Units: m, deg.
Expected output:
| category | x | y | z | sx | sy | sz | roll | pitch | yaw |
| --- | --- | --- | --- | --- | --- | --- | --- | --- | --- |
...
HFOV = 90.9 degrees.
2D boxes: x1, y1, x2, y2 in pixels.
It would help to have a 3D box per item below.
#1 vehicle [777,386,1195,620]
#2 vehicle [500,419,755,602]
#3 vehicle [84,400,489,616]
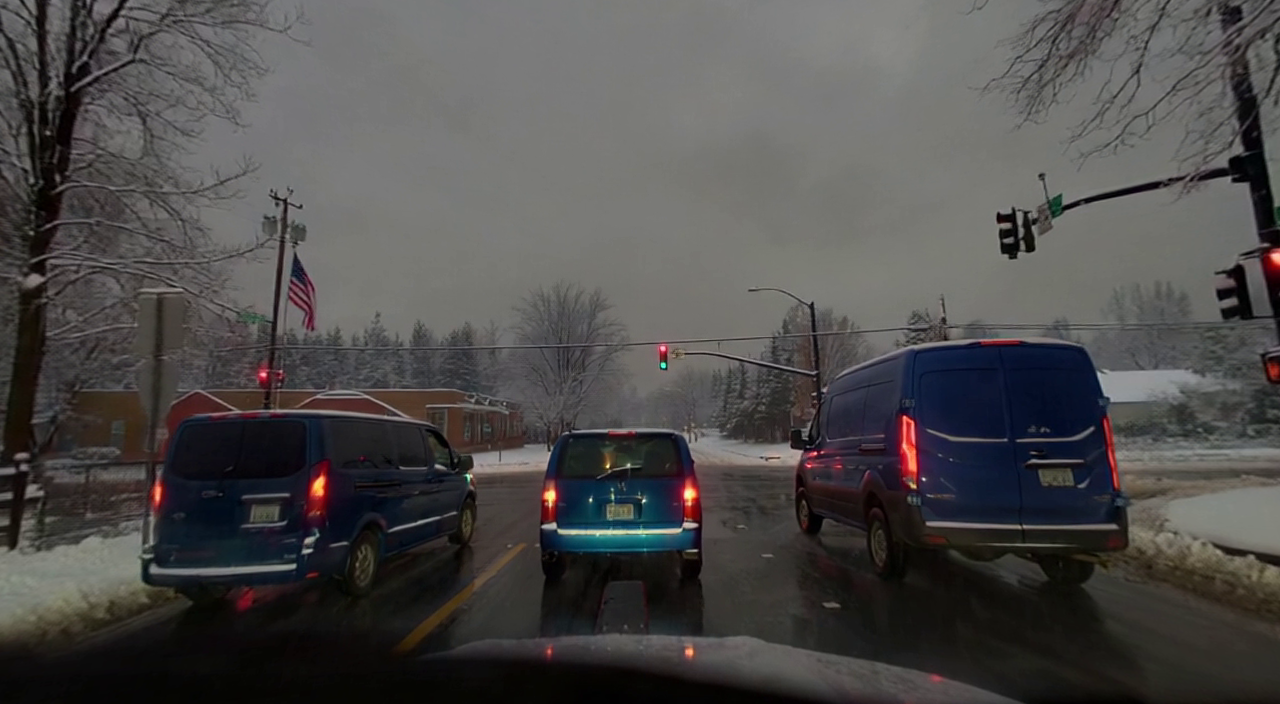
| category | x | y | z | sx | sy | sz | roll | pitch | yaw |
| --- | --- | --- | --- | --- | --- | --- | --- | --- | --- |
| vehicle | 3.090 | 1.465 | 7.023 | 2.178 | 1.746 | 4.400 | 0 | -9 | 1 |
| vehicle | -0.140 | 1.620 | 7.339 | 2.098 | 1.494 | 4.118 | 0 | -9 | -1 |
| vehicle | -3.302 | 1.529 | 7.053 | 2.024 | 1.677 | 3.998 | -1 | -9 | 3 |
